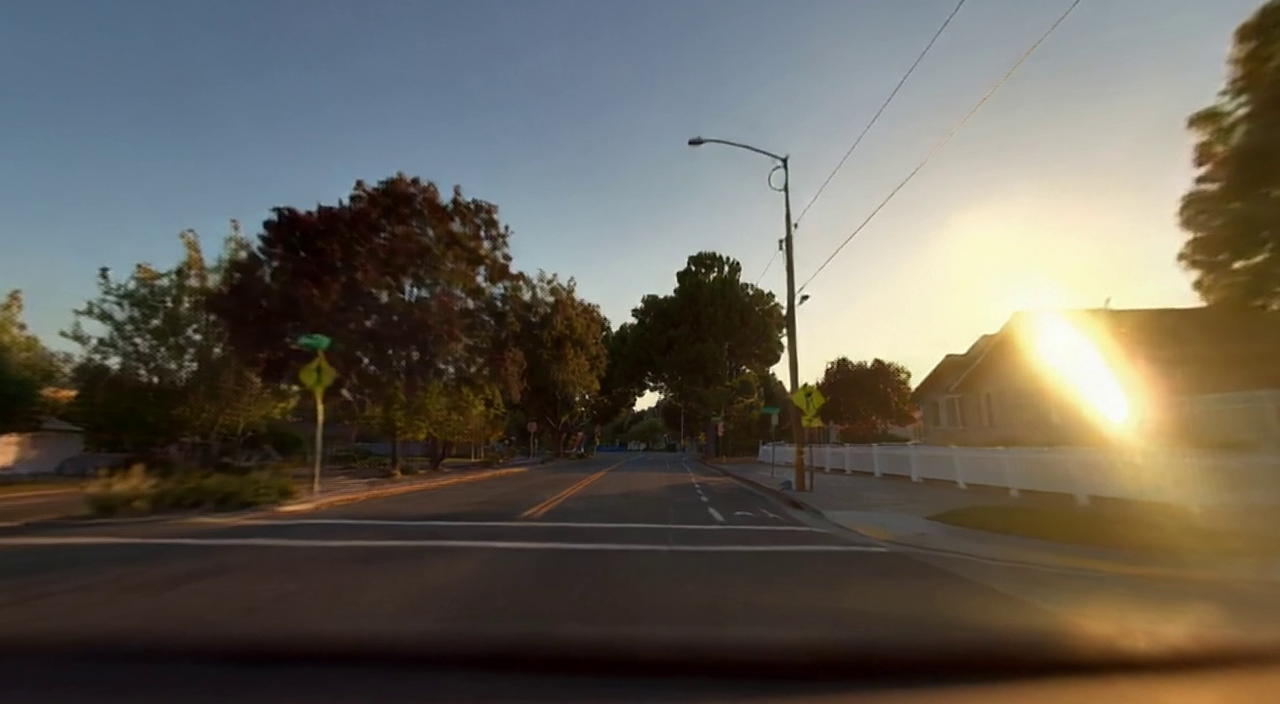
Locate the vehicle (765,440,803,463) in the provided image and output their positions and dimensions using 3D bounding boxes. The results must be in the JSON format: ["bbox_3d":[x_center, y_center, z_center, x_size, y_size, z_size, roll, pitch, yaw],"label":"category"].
[{"bbox_3d":[11.214,7.775,49.563,1.938,1.695,4.296,0,-9,0],"label":"vehicle"}]
